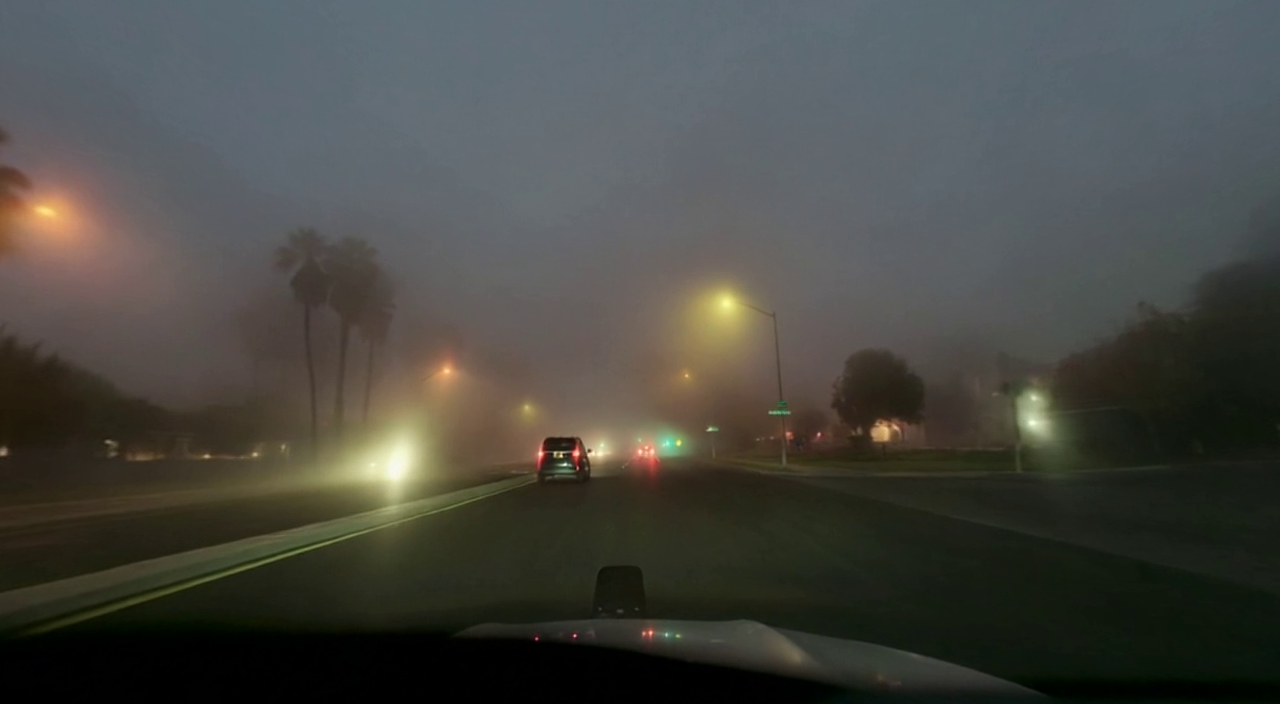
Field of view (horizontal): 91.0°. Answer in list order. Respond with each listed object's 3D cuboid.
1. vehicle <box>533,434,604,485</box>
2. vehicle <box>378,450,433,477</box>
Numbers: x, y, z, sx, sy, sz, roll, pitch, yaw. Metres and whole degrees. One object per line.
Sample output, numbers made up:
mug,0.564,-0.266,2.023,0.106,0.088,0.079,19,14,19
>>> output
vehicle,-2.988,4.682,27.689,2.370,1.968,5.698,0,-9,1
vehicle,-17.352,8.250,46.887,2.105,1.871,4.969,0,-9,1
